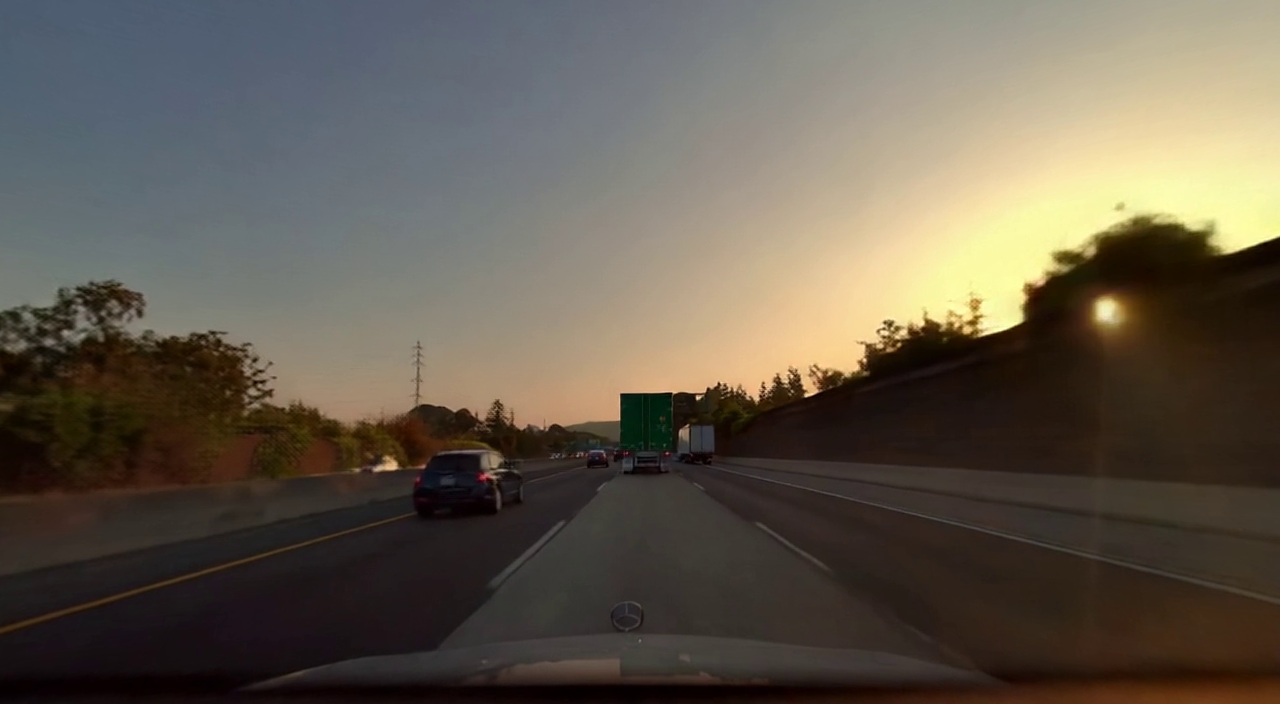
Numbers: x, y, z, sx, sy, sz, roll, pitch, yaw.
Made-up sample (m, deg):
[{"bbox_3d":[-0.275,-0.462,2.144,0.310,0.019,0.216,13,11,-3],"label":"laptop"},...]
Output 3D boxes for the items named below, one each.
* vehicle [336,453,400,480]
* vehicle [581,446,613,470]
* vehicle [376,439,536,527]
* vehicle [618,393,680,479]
[{"bbox_3d":[-18.258,7.684,42.621,2.015,1.655,5.025,0,-9,1],"label":"vehicle"},{"bbox_3d":[-3.225,8.110,48.421,2.173,1.657,4.401,0,-9,-1],"label":"vehicle"},{"bbox_3d":[-3.572,2.613,13.125,2.050,1.517,3.996,0,-9,1],"label":"vehicle"},{"bbox_3d":[0.417,4.801,35.287,2.932,4.042,11.054,0,-9,0],"label":"vehicle"}]
